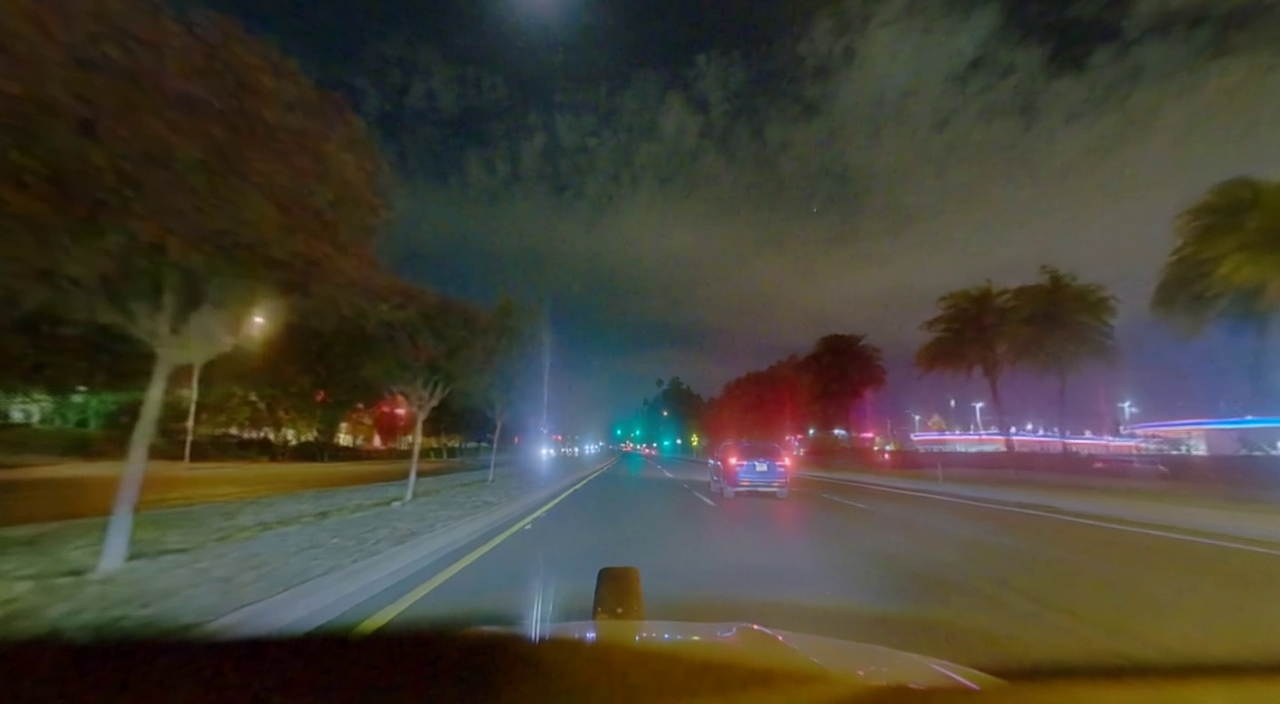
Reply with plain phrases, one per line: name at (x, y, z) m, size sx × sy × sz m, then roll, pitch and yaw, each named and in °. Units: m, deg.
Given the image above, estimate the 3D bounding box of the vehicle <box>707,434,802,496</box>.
vehicle at (3.417, 3.462, 19.755) m, size 2.072 × 1.696 × 4.177 m, roll 1°, pitch -9°, yaw -2°
